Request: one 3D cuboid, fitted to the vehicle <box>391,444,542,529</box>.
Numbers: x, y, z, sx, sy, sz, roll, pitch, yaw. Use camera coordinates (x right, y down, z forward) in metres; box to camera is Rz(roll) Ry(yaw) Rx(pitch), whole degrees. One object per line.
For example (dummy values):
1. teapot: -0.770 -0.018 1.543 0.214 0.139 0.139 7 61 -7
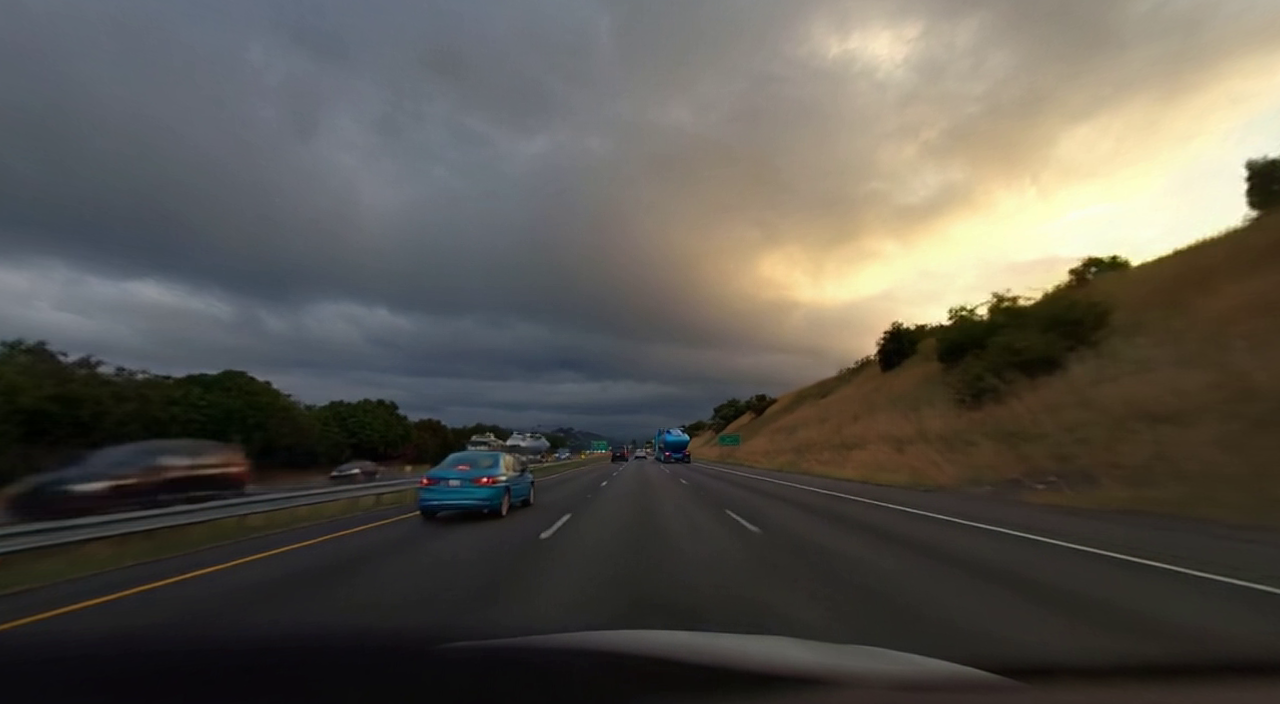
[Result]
1. vehicle: -3.428 2.720 13.326 2.013 1.498 3.908 -1 -9 1
